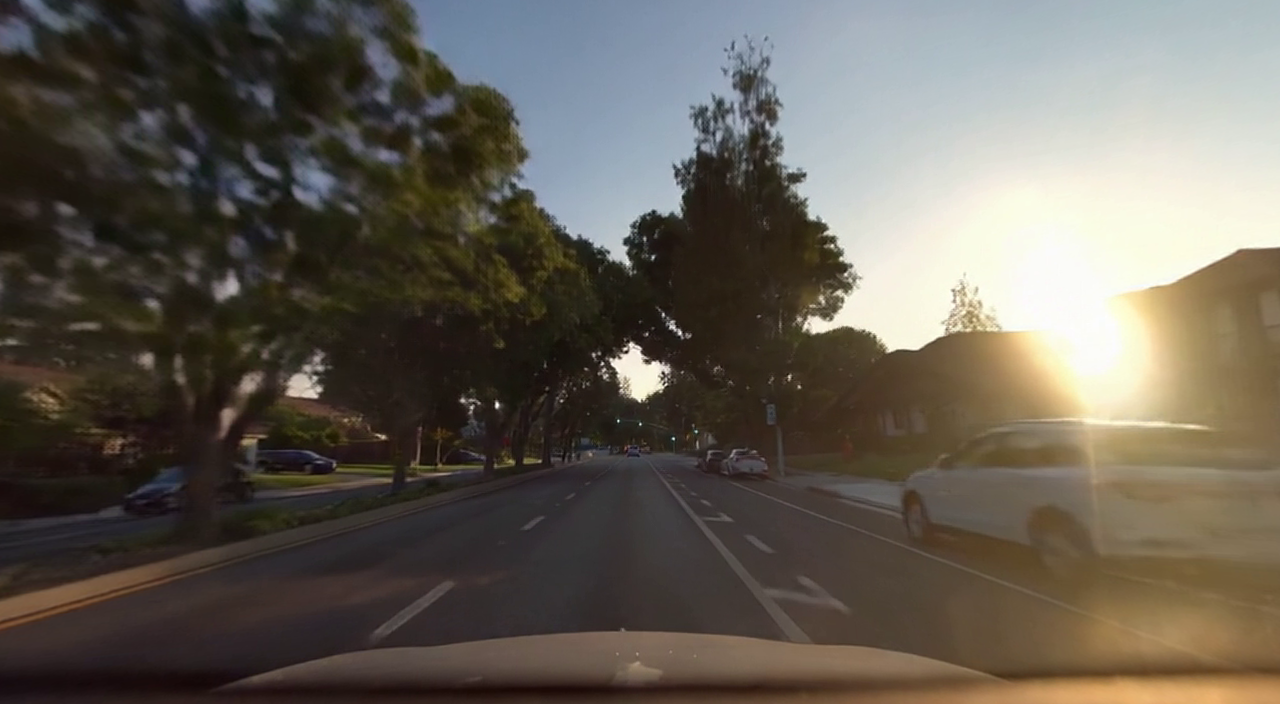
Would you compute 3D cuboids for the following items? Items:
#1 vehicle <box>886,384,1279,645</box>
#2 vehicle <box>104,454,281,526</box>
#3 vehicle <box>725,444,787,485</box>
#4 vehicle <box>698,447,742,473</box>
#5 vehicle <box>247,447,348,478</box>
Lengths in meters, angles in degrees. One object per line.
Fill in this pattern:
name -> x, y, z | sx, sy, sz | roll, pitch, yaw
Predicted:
vehicle -> 4.739, 1.468, 6.817 | 2.180, 1.782, 4.790 | 0, -9, -1
vehicle -> -12.304, 3.770, 17.806 | 1.939, 1.537, 4.197 | -3, -7, 0
vehicle -> 4.766, 4.639, 26.329 | 1.875, 1.540, 3.402 | 0, -9, -1
vehicle -> 4.673, 6.402, 37.775 | 2.065, 1.463, 4.814 | 0, -8, 1
vehicle -> -20.944, 6.756, 38.806 | 4.931, 1.801, 2.142 | 0, -9, -1
